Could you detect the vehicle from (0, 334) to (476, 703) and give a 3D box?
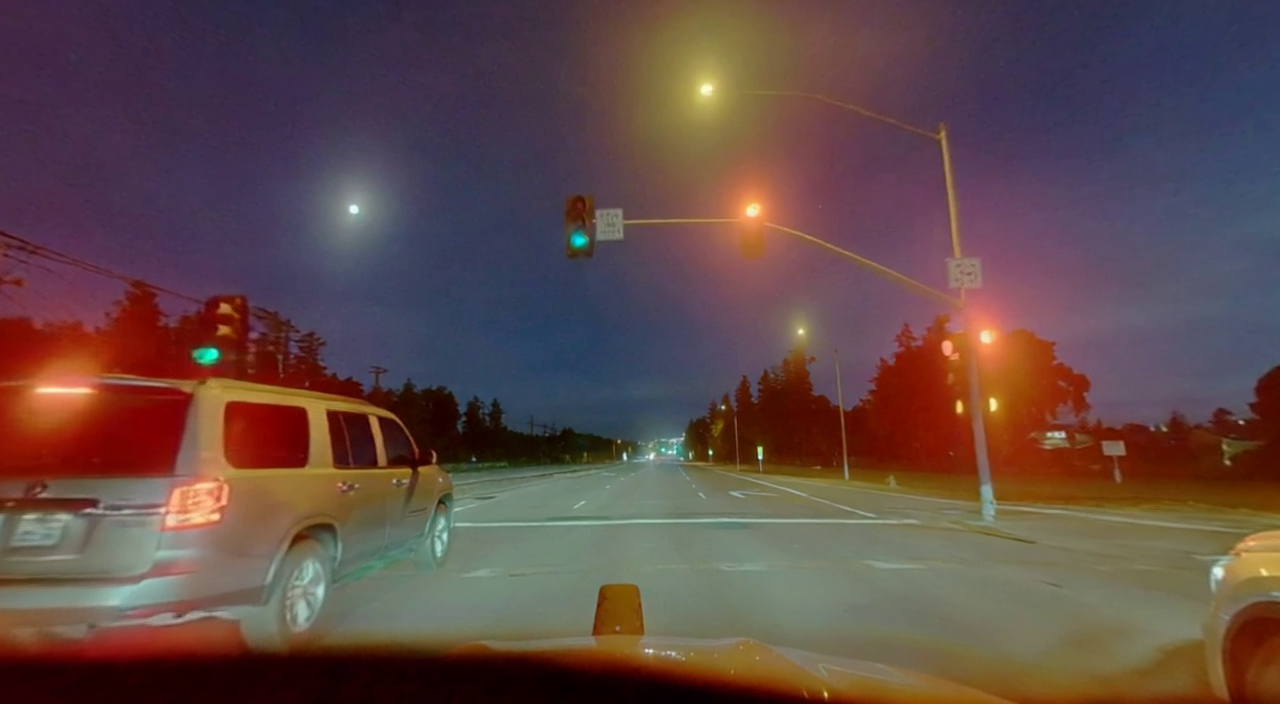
[{"bbox_3d":[-3.461,1.287,5.904,2.374,1.985,5.391,0,-9,0],"label":"vehicle"}]

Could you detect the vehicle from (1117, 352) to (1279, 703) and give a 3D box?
[{"bbox_3d":[3.608,0.652,1.168,2.056,1.703,4.305,0,-9,0],"label":"vehicle"}]
